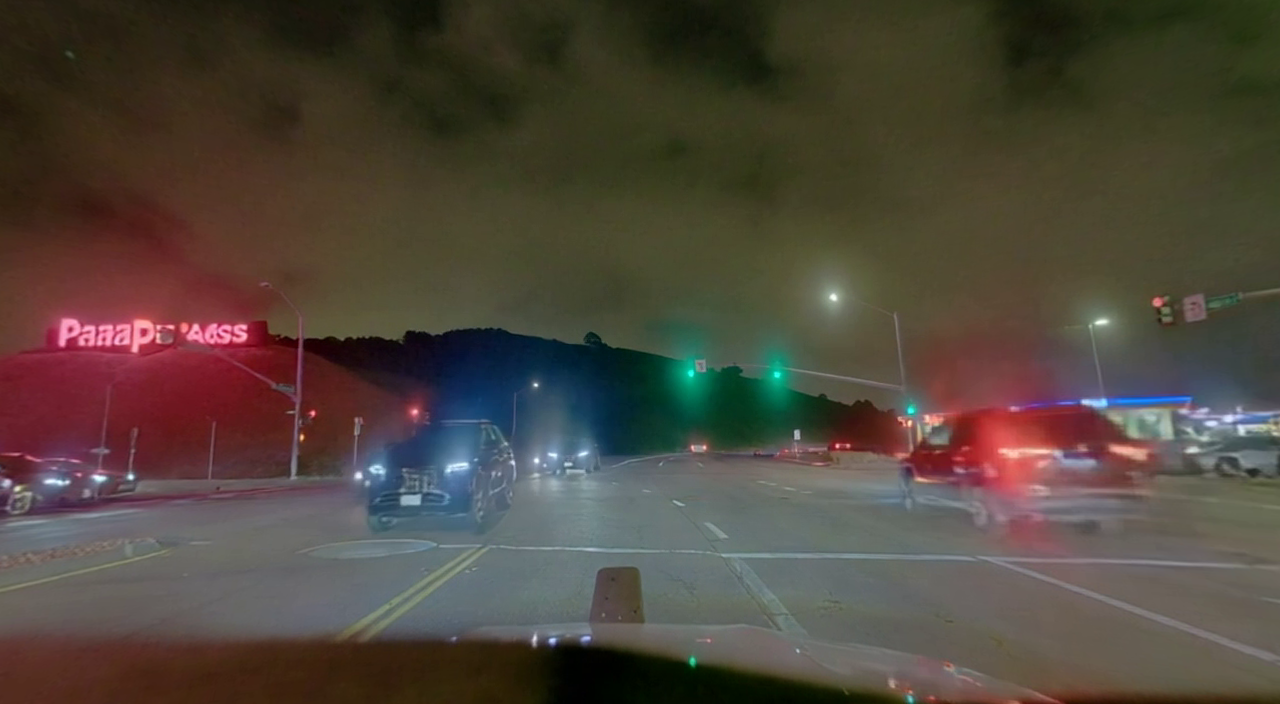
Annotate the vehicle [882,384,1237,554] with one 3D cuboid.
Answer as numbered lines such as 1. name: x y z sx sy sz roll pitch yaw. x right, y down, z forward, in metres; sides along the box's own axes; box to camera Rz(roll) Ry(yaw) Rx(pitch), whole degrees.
1. vehicle: 6.495 1.904 10.862 2.388 2.201 5.139 0 -9 -2

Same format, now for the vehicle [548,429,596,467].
1. vehicle: -4.312 6.234 40.940 2.318 2.325 5.910 0 -8 1

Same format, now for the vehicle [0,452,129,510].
1. vehicle: -19.792 4.140 20.518 4.440 1.748 2.033 0 -9 1

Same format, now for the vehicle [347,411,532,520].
1. vehicle: -4.542 2.701 15.525 2.662 2.197 5.454 0 -8 1
